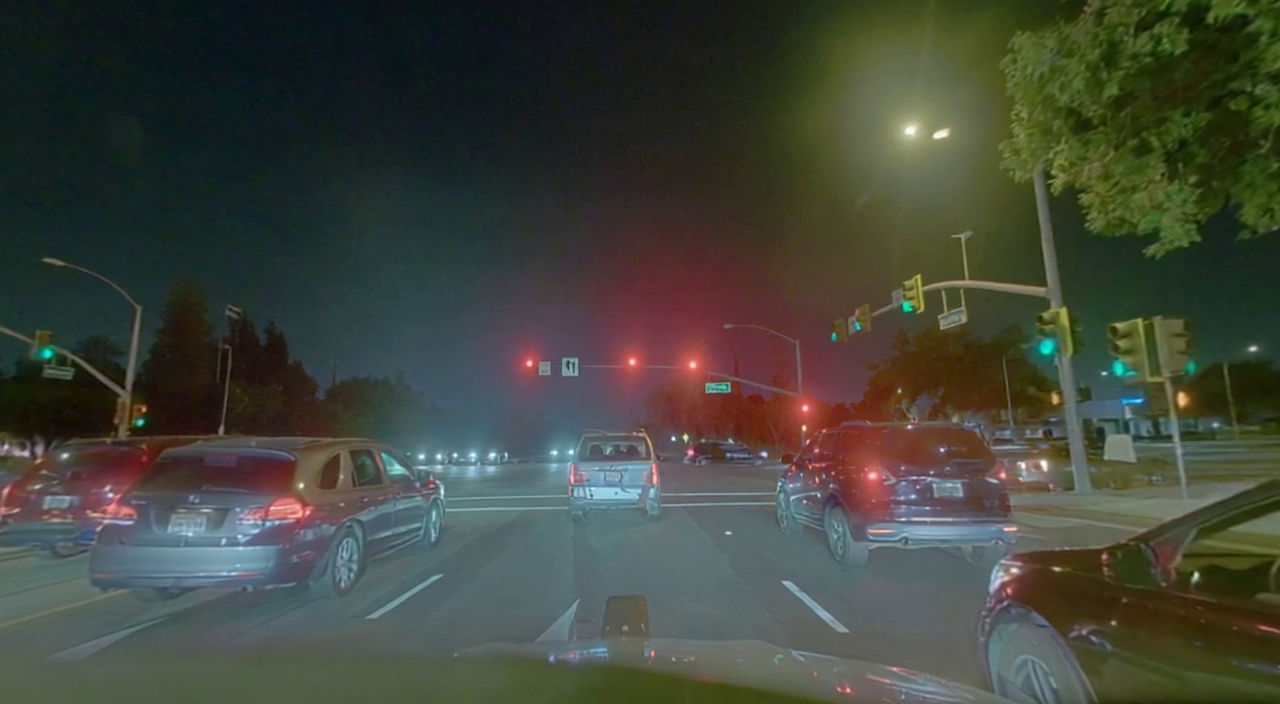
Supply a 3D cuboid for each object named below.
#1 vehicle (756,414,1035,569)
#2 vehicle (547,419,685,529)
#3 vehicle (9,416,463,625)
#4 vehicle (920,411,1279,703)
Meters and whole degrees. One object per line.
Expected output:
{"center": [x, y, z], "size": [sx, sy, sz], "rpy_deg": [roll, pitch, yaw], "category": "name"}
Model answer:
{"center": [3.287, 1.884, 9.353], "size": [2.097, 1.707, 4.461], "rpy_deg": [0, -8, -2], "category": "vehicle"}
{"center": [-0.404, 2.271, 12.240], "size": [2.215, 1.749, 3.976], "rpy_deg": [0, -8, 0], "category": "vehicle"}
{"center": [-3.541, 1.538, 6.796], "size": [1.941, 1.492, 4.399], "rpy_deg": [0, -8, 1], "category": "vehicle"}
{"center": [3.251, 1.028, 2.803], "size": [1.960, 1.460, 4.233], "rpy_deg": [0, -8, -2], "category": "vehicle"}
